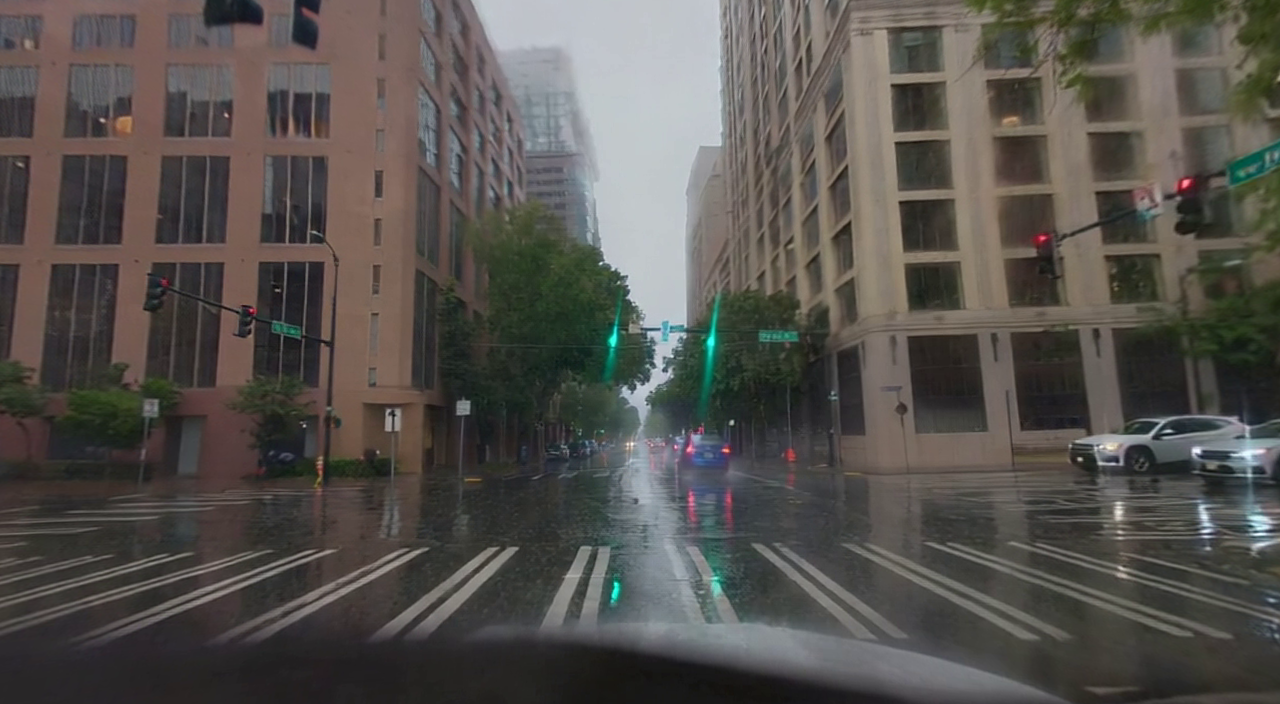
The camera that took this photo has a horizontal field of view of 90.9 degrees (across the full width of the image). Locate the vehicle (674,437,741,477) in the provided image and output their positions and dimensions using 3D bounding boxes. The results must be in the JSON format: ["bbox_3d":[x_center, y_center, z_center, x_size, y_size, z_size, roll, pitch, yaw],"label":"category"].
[{"bbox_3d":[2.664,4.275,25.908,2.039,1.470,4.355,0,-8,-3],"label":"vehicle"}]

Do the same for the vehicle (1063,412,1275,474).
[{"bbox_3d":[16.916,2.946,20.406,4.802,1.860,2.146,0,-8,1],"label":"vehicle"}]
